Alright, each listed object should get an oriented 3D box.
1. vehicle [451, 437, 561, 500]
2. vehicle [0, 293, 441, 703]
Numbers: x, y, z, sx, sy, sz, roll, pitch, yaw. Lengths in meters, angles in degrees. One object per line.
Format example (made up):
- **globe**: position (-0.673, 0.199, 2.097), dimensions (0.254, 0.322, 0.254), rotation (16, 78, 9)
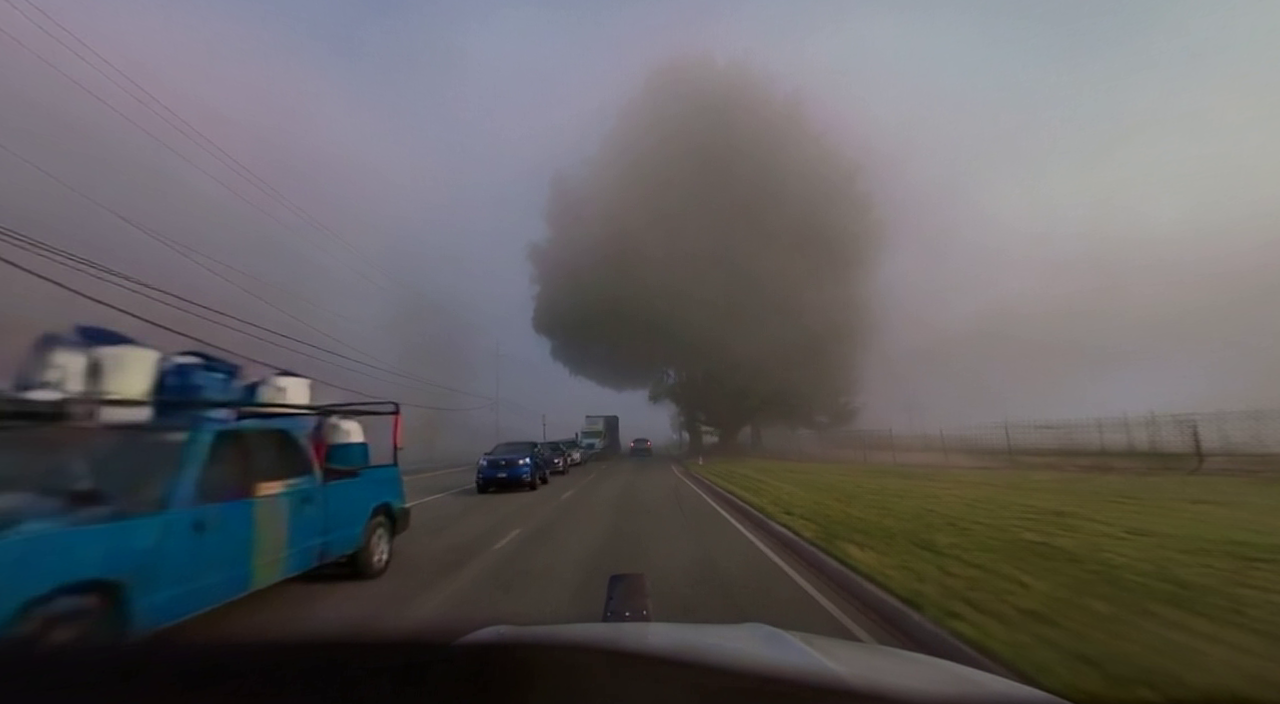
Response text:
- **vehicle**: position (-3.422, 3.061, 16.981), dimensions (1.998, 1.466, 4.124), rotation (0, -8, 1)
- **vehicle**: position (-3.235, 1.017, 4.103), dimensions (2.180, 1.818, 5.117), rotation (0, -8, 0)
